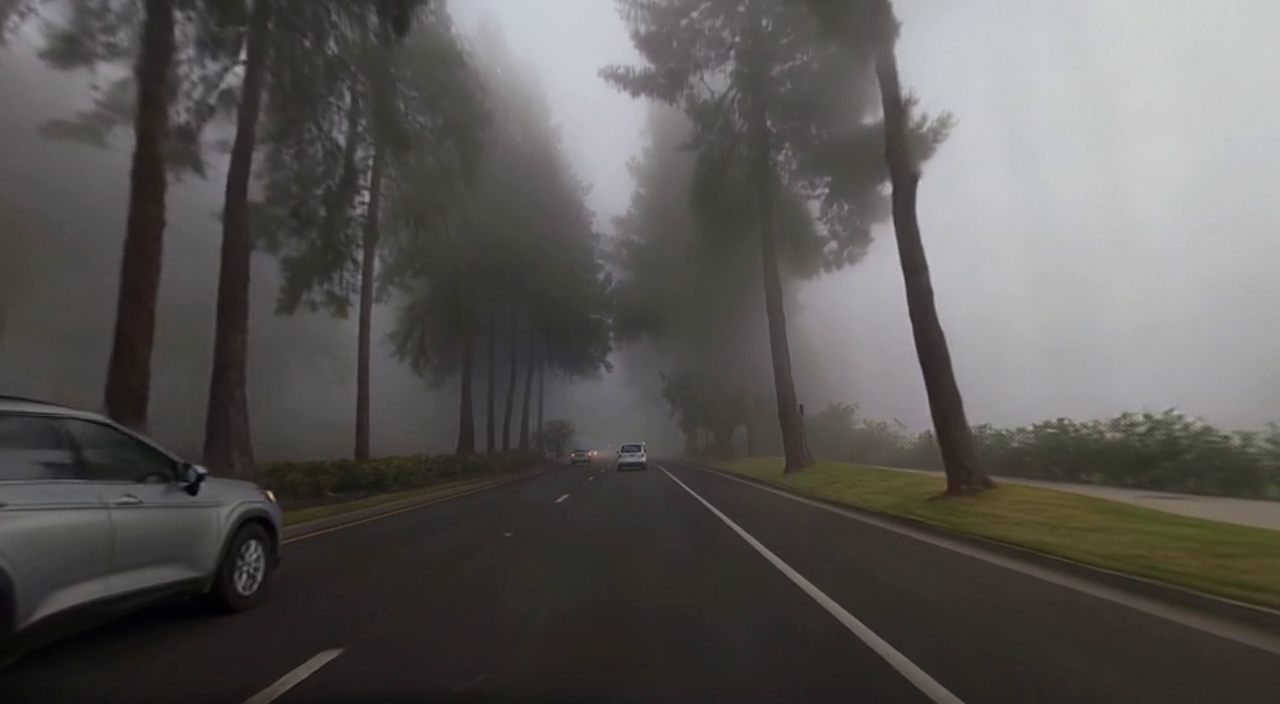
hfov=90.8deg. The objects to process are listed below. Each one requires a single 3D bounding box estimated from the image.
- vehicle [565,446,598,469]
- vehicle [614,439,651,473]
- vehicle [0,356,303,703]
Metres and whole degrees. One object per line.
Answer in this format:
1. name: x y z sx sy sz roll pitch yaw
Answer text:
1. vehicle: -4.121 7.483 45.075 1.936 1.538 4.016 0 -8 0
2. vehicle: -0.405 5.928 36.221 2.018 1.769 3.897 0 -8 0
3. vehicle: -4.043 0.959 3.486 1.860 1.741 4.479 0 -8 0
